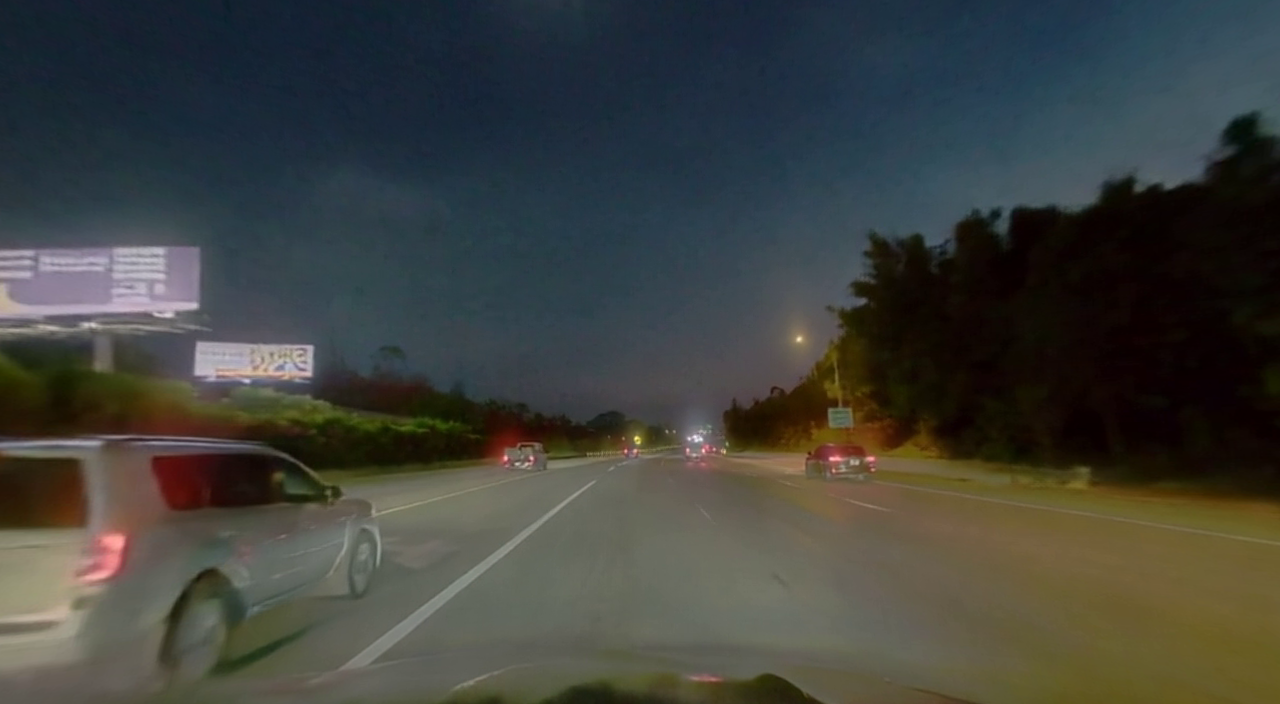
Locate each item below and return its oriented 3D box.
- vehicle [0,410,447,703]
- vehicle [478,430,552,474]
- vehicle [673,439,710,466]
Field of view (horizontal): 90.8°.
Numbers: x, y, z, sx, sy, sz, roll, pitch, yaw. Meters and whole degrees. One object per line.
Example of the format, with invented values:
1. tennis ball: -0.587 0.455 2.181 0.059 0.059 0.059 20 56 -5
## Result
1. vehicle: -3.215 1.297 4.615 2.192 1.482 4.454 0 -8 0
2. vehicle: -6.300 5.153 32.721 2.383 2.048 5.875 -1 -9 3
3. vehicle: 3.617 7.240 45.497 2.211 1.814 4.404 0 -9 -1
